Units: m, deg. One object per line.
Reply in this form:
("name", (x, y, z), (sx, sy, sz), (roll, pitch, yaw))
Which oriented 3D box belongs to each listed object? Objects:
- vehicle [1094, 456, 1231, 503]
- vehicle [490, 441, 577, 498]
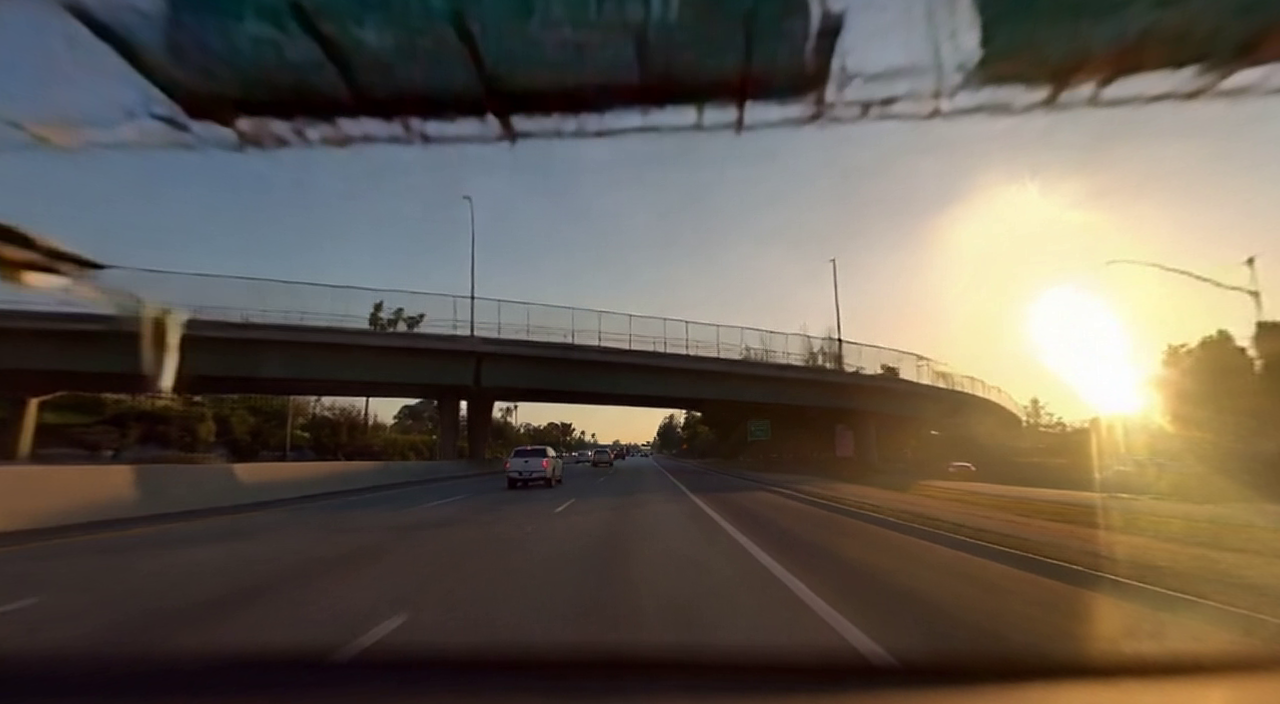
("vehicle", (22.758, 5.518, 27.780), (2.033, 1.794, 5.116), (-1, -9, 6))
("vehicle", (-3.606, 4.089, 22.320), (2.162, 1.747, 4.791), (0, -9, 1))
